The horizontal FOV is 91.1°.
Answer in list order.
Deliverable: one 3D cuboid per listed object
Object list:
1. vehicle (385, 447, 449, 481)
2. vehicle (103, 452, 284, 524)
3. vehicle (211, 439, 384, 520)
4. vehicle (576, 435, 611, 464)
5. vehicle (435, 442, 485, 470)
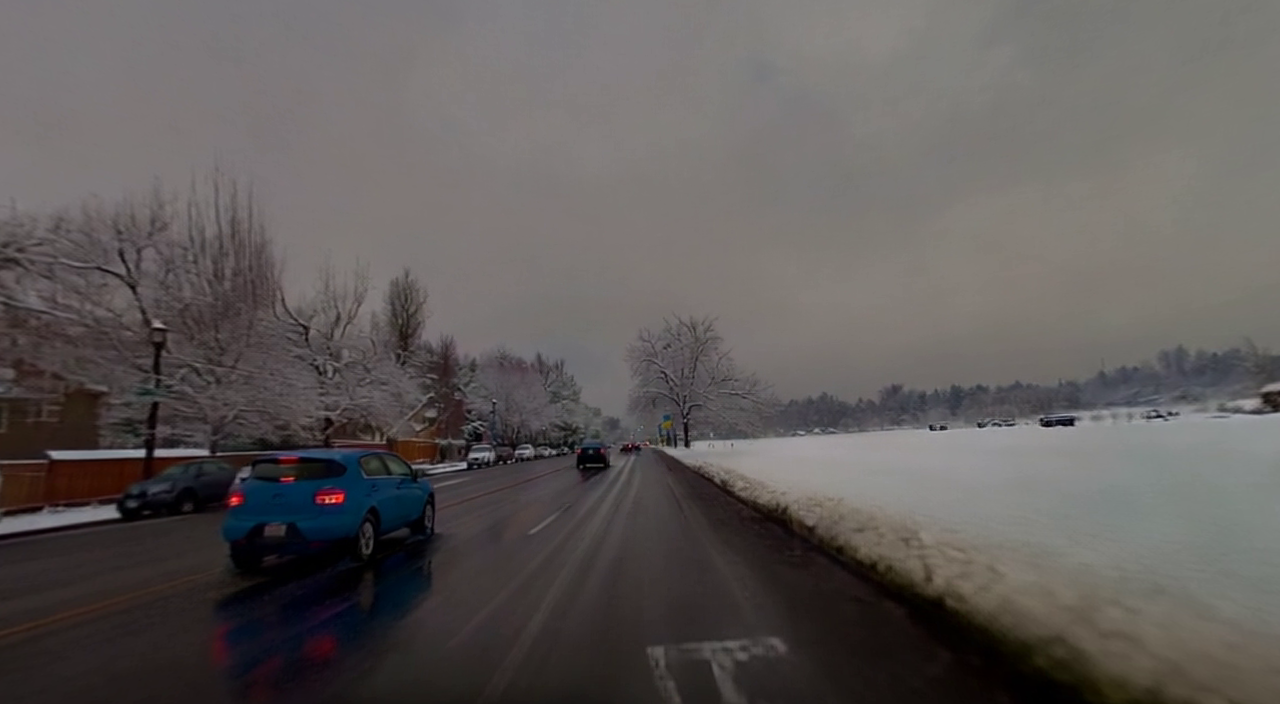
[{"bbox_3d":[-12.335,6.208,35.062,2.106,1.701,4.629,0,-8,-3],"label":"vehicle"},{"bbox_3d":[-12.298,3.699,17.757,1.910,1.462,4.581,-4,-7,-2],"label":"vehicle"},{"bbox_3d":[-9.108,3.393,17.320,2.019,1.907,4.697,0,-9,1],"label":"vehicle"},{"bbox_3d":[-3.025,6.479,41.838,1.908,1.809,4.230,0,-8,1],"label":"vehicle"},{"bbox_3d":[-12.277,7.133,43.054,2.066,1.785,4.608,0,-9,0],"label":"vehicle"}]
